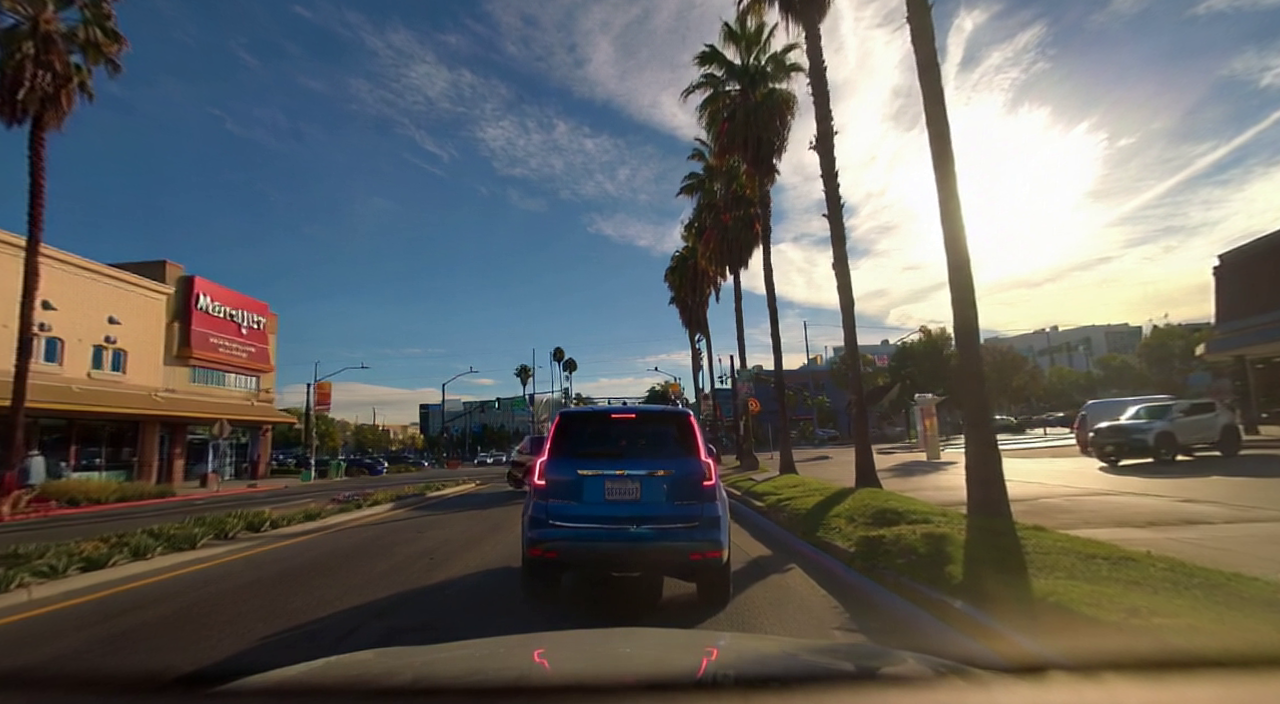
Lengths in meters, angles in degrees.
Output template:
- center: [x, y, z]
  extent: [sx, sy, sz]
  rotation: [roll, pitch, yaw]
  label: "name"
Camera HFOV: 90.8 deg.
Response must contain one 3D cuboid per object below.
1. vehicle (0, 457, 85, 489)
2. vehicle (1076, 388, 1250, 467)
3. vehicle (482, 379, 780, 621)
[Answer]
- center: [-28.468, 5.370, 28.132]
  extent: [5.154, 1.343, 1.943]
  rotation: [4, -9, -25]
  label: "vehicle"
- center: [16.119, 2.388, 19.354]
  extent: [6.060, 2.047, 2.490]
  rotation: [6, -11, -36]
  label: "vehicle"
- center: [-0.120, 1.401, 6.789]
  extent: [2.234, 1.818, 3.869]
  rotation: [0, -9, -2]
  label: "vehicle"
